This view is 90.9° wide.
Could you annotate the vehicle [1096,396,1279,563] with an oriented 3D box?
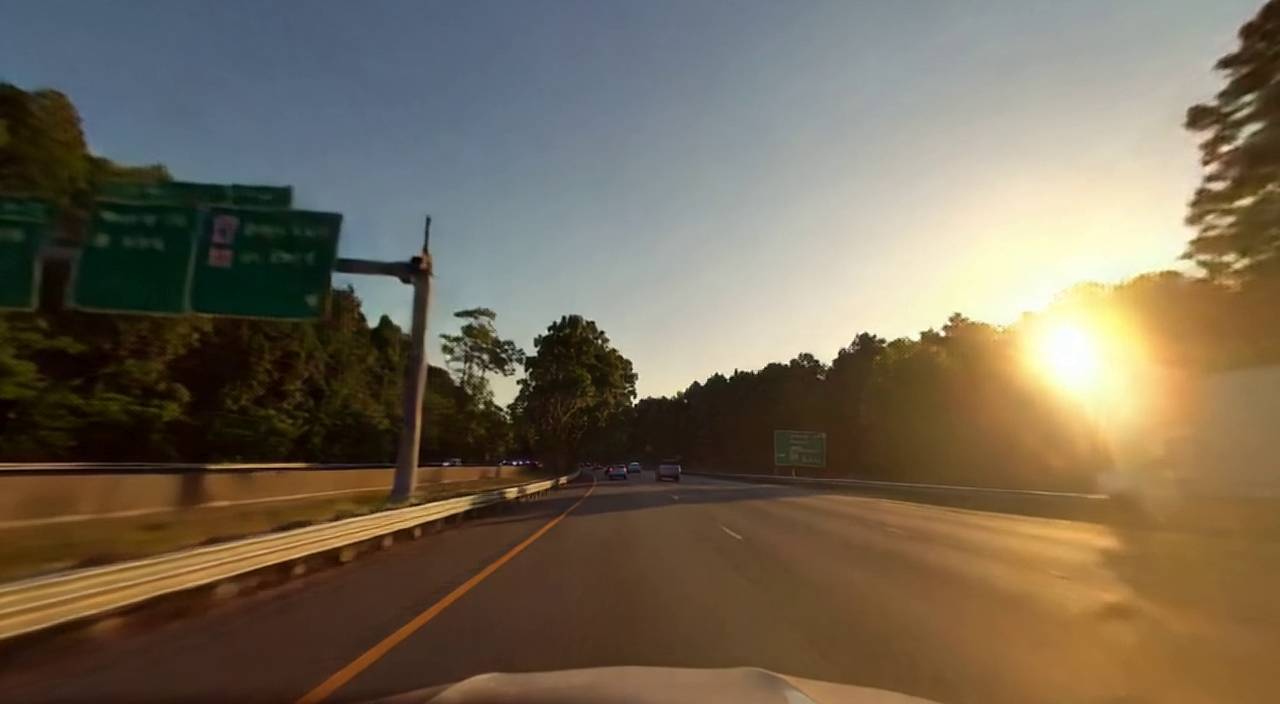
[{"bbox_3d":[11.774,2.270,11.228,2.398,2.721,6.295,1,-10,-1],"label":"vehicle"}]
